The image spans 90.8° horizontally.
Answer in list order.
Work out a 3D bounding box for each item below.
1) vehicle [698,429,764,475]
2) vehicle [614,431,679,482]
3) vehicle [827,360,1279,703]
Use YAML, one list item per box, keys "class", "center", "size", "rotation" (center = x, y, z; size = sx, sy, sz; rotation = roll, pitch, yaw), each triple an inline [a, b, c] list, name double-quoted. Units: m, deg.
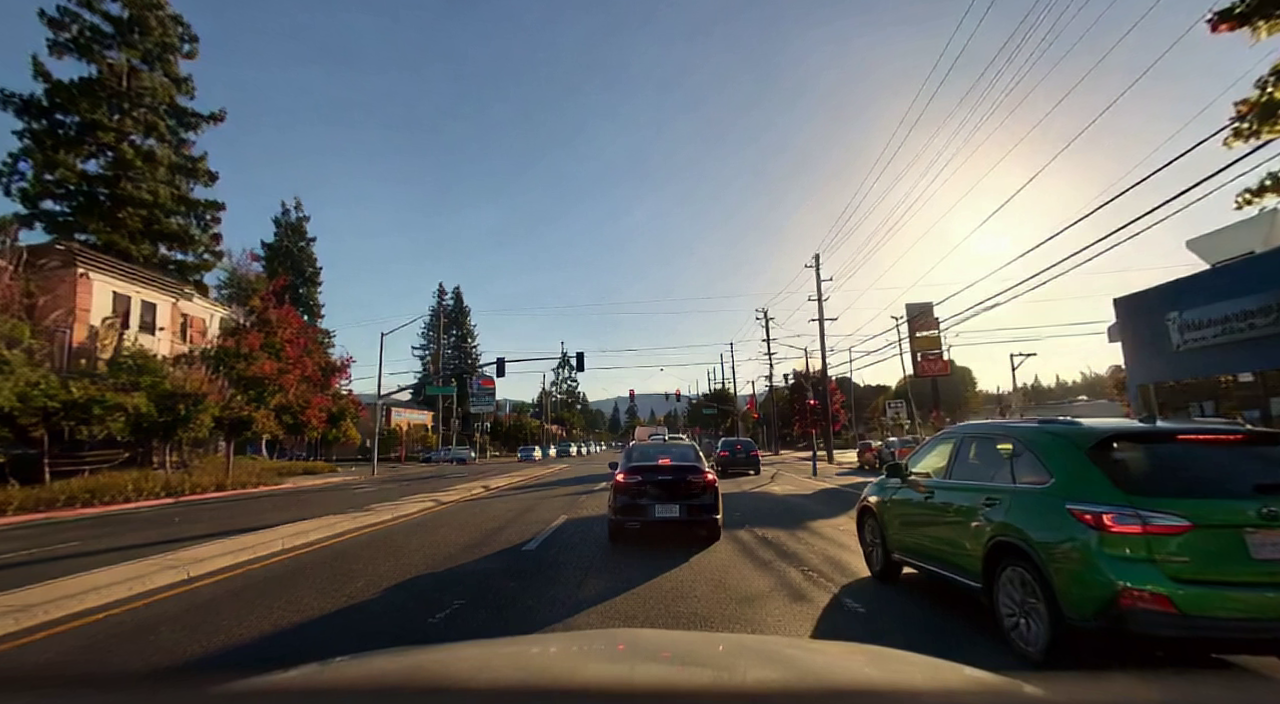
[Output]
- class: "vehicle"
  center: [3.800, 4.301, 27.241]
  size: [2.060, 1.789, 4.712]
  rotation: [0, -9, -1]
- class: "vehicle"
  center: [0.226, 3.760, 22.964]
  size: [2.149, 1.668, 3.962]
  rotation: [0, -9, 0]
- class: "vehicle"
  center: [3.082, 1.153, 4.800]
  size: [1.998, 1.620, 4.267]
  rotation: [0, -9, 0]
